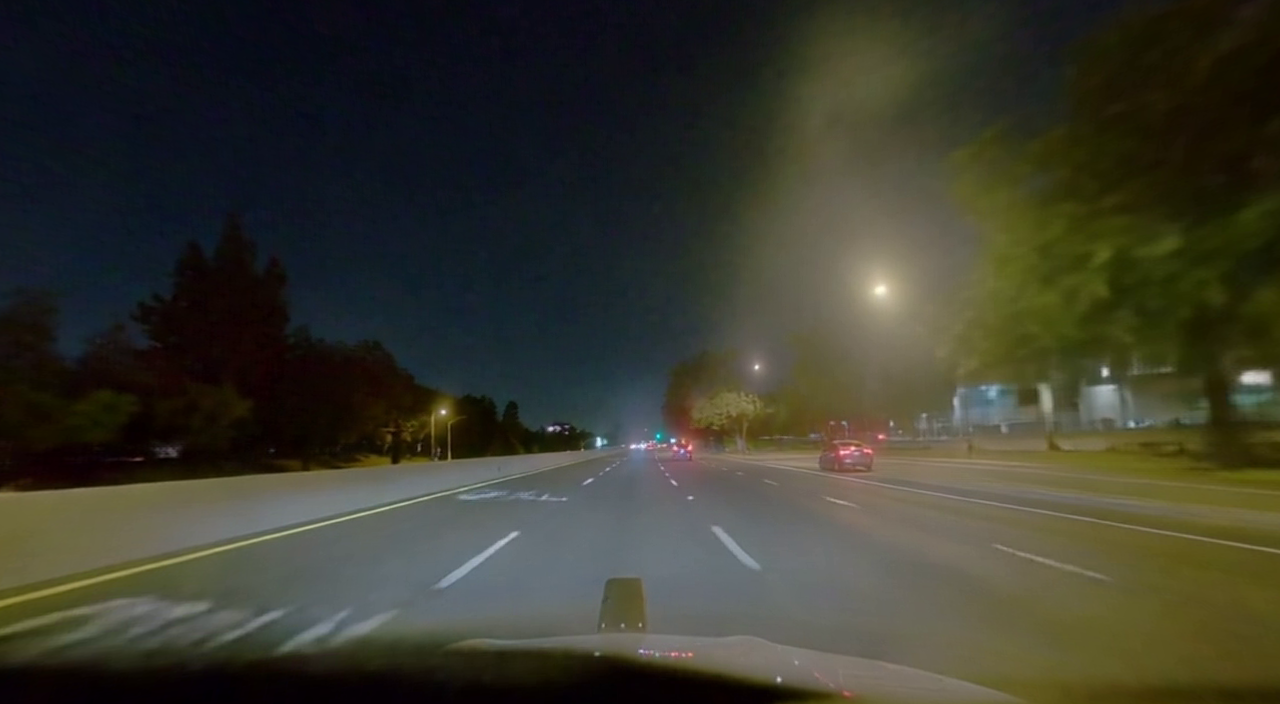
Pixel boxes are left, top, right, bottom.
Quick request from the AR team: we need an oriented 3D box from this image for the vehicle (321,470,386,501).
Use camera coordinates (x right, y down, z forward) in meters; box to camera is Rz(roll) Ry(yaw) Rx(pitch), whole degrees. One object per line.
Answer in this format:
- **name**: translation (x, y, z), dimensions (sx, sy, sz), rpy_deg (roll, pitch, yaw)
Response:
- **vehicle**: translation (-15.908, 7.400, 35.203), dimensions (1.767, 1.466, 3.745), rpy_deg (0, -8, 1)
